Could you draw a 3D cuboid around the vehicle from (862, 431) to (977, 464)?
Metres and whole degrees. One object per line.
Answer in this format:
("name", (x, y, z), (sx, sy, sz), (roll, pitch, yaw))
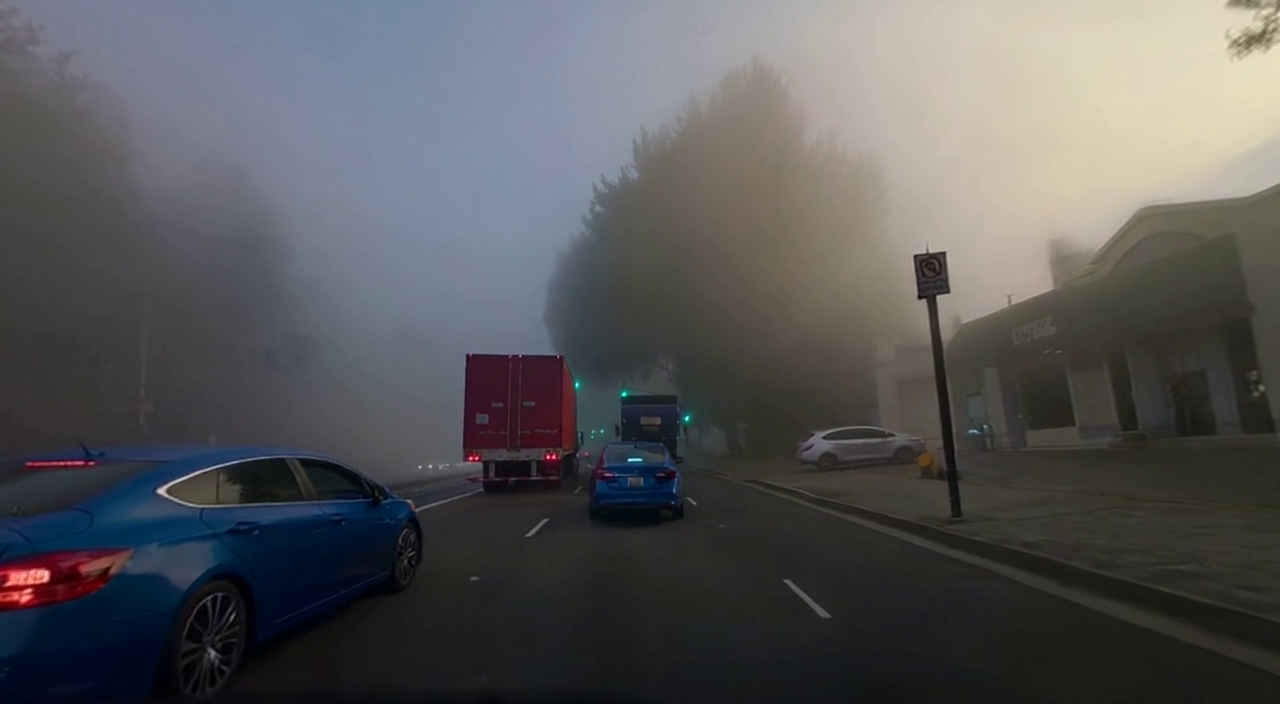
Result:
("vehicle", (13.303, 4.564, 30.086), (4.574, 1.478, 1.880), (0, -8, 3))

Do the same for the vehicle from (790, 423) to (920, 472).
("vehicle", (8.956, 4.046, 26.610), (2.061, 1.845, 4.829), (6, -10, -36))

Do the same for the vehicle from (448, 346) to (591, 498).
("vehicle", (-3.285, 2.259, 19.405), (3.020, 3.800, 7.105), (0, -8, 0))

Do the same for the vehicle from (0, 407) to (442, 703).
("vehicle", (-3.049, 1.237, 4.253), (1.969, 1.471, 4.378), (0, -8, 0))

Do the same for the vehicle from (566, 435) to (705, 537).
("vehicle", (-0.094, 2.322, 11.524), (2.067, 1.506, 4.118), (0, -8, -1))
